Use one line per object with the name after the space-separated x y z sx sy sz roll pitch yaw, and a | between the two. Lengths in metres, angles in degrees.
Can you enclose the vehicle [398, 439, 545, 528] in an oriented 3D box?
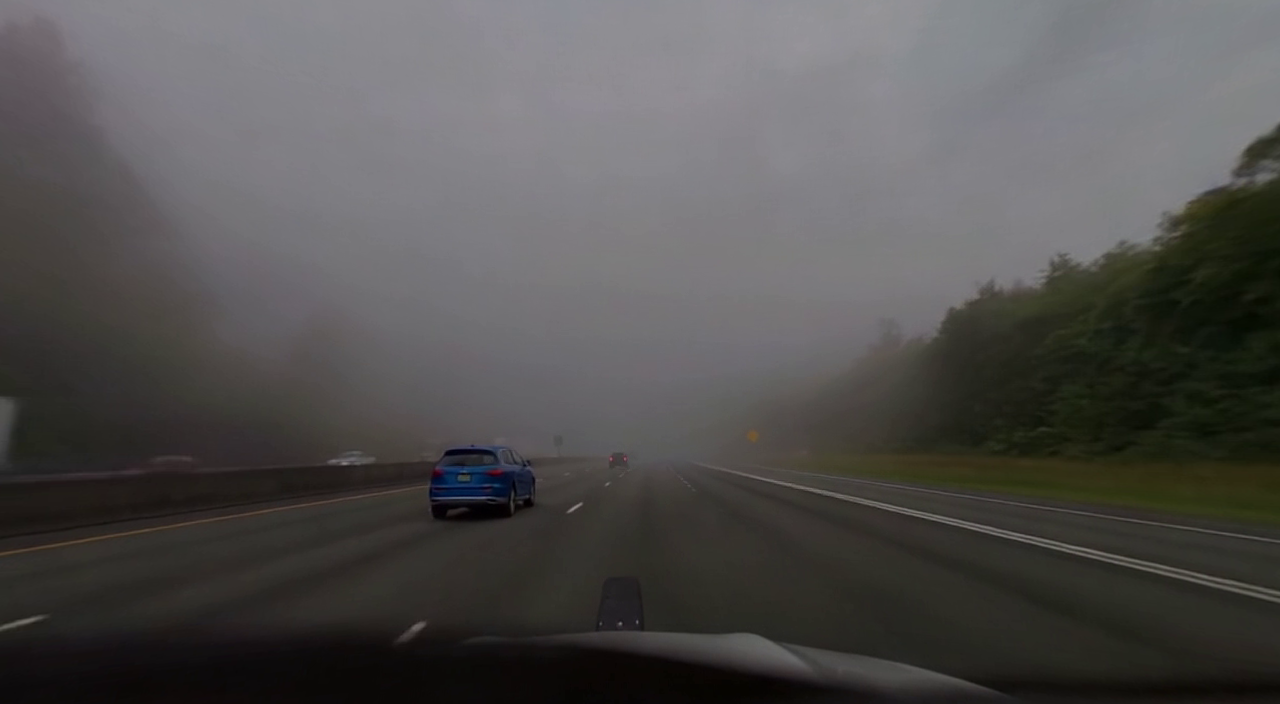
-3.457 2.771 13.886 2.016 1.623 4.126 0 -9 1 | vehicle
